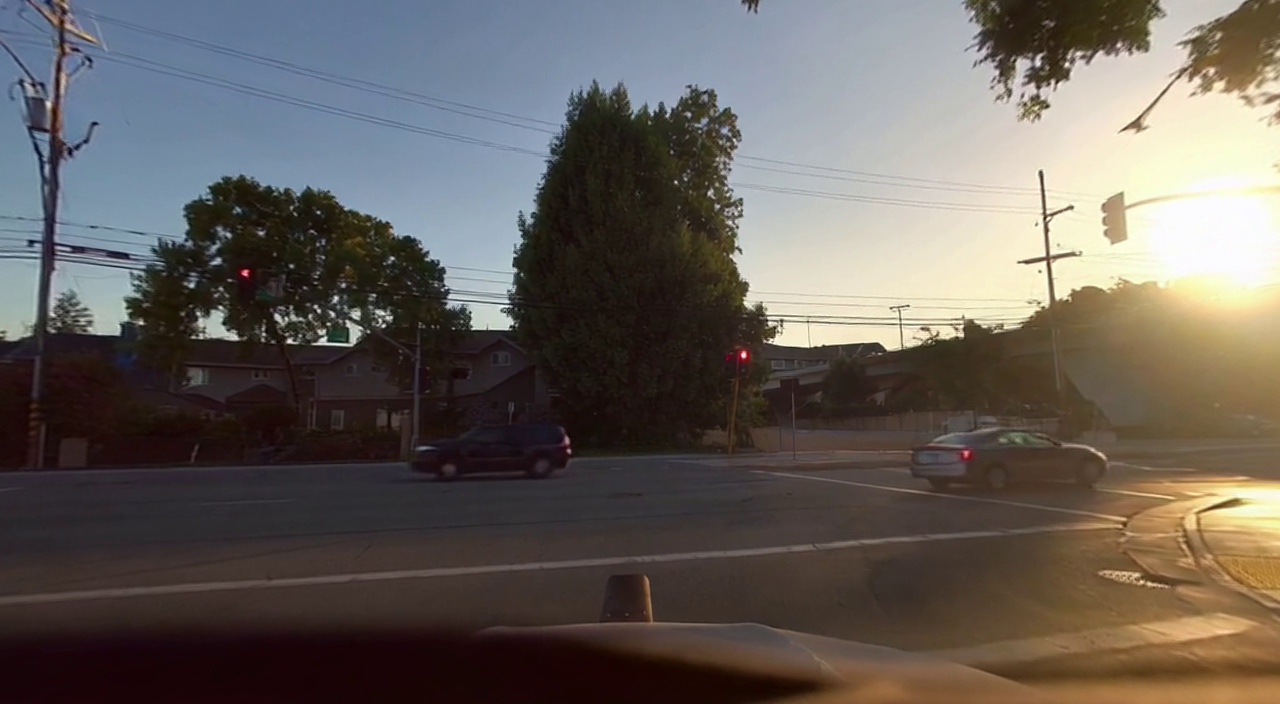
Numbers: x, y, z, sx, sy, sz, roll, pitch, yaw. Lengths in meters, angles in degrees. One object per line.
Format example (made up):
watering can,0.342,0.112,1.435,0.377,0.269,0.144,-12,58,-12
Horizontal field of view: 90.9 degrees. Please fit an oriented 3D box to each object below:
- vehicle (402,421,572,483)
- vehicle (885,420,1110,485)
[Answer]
vehicle,-4.788,3.138,19.967,4.966,1.806,2.007,2,-9,-16
vehicle,8.746,2.455,15.566,4.757,1.442,1.858,2,-9,-14
